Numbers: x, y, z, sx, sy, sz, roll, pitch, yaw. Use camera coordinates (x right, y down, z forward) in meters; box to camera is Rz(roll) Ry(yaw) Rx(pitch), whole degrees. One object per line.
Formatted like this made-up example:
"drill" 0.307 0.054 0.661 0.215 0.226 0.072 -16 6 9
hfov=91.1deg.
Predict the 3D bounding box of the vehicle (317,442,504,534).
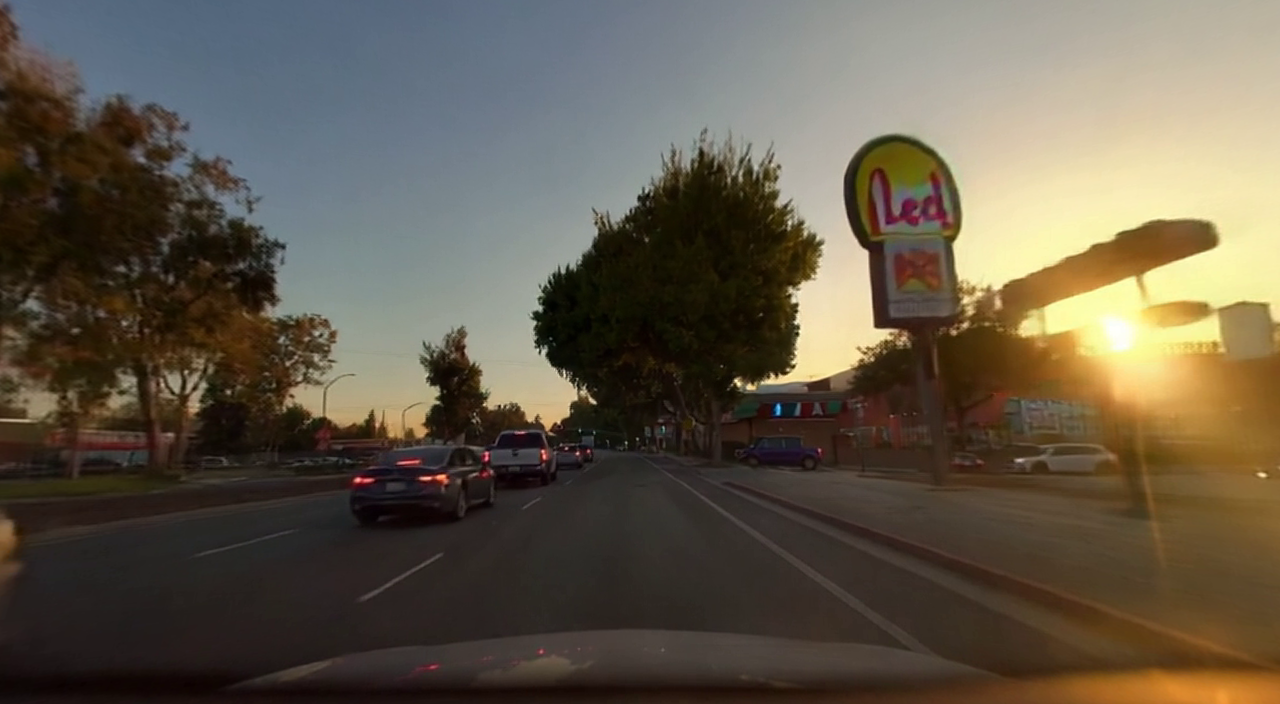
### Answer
"vehicle" -4.119 2.490 12.205 2.113 1.446 4.309 0 -8 -2

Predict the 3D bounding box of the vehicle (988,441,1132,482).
"vehicle" 19.701 5.141 29.696 5.120 1.817 2.154 -1 -8 6

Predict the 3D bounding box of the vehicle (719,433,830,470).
"vehicle" 6.250 4.725 29.624 4.813 1.622 2.110 0 -11 4

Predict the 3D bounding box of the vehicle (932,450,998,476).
"vehicle" 19.872 6.783 38.568 1.646 1.418 3.910 1 -8 -5

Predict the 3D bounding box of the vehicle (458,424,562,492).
"vehicle" -4.504 3.800 22.996 2.664 2.122 6.124 0 -8 -2
